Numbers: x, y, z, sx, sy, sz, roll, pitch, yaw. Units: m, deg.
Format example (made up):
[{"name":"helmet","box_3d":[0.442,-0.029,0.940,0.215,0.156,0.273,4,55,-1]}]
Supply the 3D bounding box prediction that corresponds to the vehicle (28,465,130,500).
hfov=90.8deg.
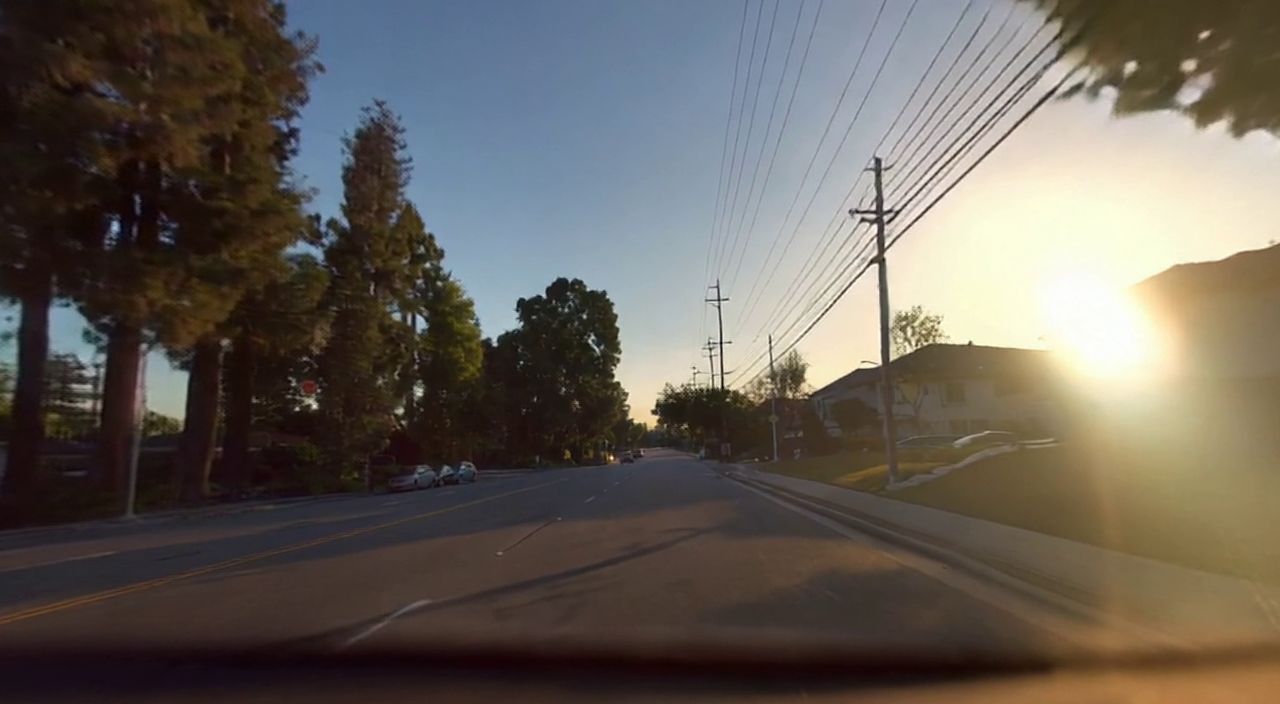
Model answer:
[{"name":"vehicle","box_3d":[-26.933,6.229,30.552,1.769,1.414,4.434,2,-9,-14]}]

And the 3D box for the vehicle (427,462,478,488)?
[{"name":"vehicle","box_3d":[-12.551,8.222,42.511,1.863,1.481,4.363,-3,-9,4]}]

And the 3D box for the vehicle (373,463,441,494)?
[{"name":"vehicle","box_3d":[-13.013,7.082,35.518,1.936,1.489,4.311,-1,-9,4]}]
